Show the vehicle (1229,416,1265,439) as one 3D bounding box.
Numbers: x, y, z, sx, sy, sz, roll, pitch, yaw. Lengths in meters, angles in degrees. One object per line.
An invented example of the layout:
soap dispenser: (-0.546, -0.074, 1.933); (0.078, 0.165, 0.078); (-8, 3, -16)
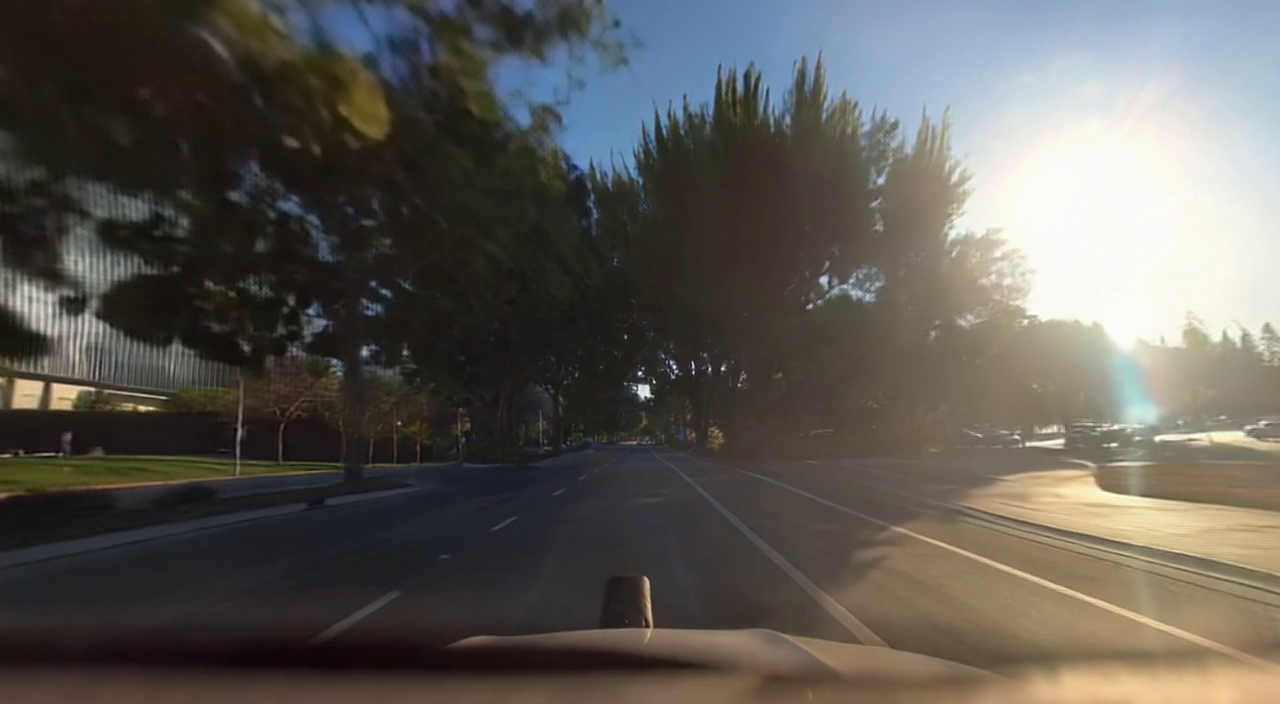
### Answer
vehicle: (41.970, 5.217, 43.605); (1.545, 1.512, 3.318); (-4, -7, 41)

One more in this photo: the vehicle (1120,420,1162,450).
vehicle: (32.318, 5.400, 40.602); (1.856, 1.730, 4.156); (-9, -13, 38)

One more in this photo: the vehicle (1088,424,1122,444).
vehicle: (35.334, 6.233, 47.872); (1.828, 1.443, 3.905); (-6, -9, 38)
